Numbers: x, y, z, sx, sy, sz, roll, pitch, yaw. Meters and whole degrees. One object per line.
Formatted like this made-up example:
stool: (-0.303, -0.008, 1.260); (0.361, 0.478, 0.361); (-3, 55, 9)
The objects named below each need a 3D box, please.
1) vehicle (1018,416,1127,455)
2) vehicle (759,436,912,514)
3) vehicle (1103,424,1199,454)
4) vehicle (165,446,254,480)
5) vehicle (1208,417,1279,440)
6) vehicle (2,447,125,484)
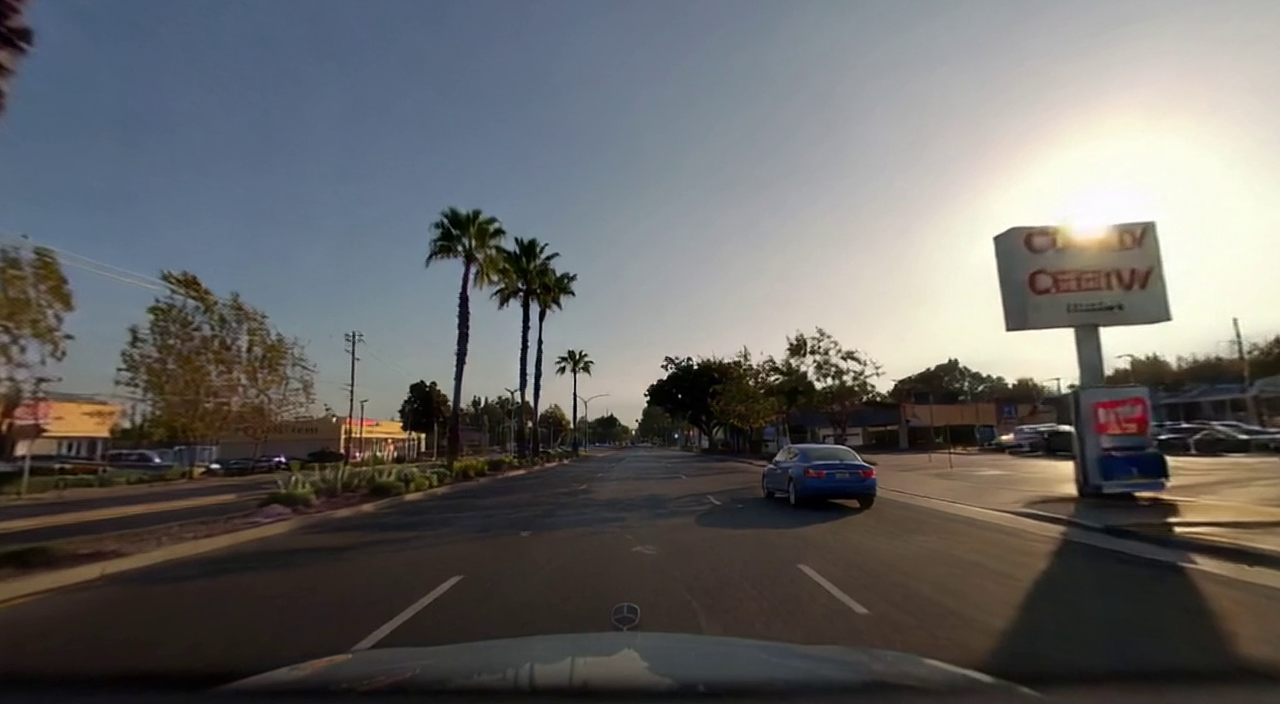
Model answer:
vehicle: (29.371, 5.736, 43.042); (5.519, 2.389, 2.350); (-2, -9, 1)
vehicle: (4.082, 2.621, 14.041); (1.978, 1.442, 4.262); (0, -8, -1)
vehicle: (34.703, 5.940, 42.979); (4.676, 1.741, 1.948); (-2, -10, 0)
vehicle: (-27.699, 7.126, 40.889); (2.091, 1.981, 4.836); (1, -9, 3)
vehicle: (46.717, 5.919, 48.877); (3.668, 1.500, 1.642); (-8, -11, 28)
vehicle: (-33.177, 6.519, 36.624); (2.216, 1.965, 5.147); (0, -8, 0)
